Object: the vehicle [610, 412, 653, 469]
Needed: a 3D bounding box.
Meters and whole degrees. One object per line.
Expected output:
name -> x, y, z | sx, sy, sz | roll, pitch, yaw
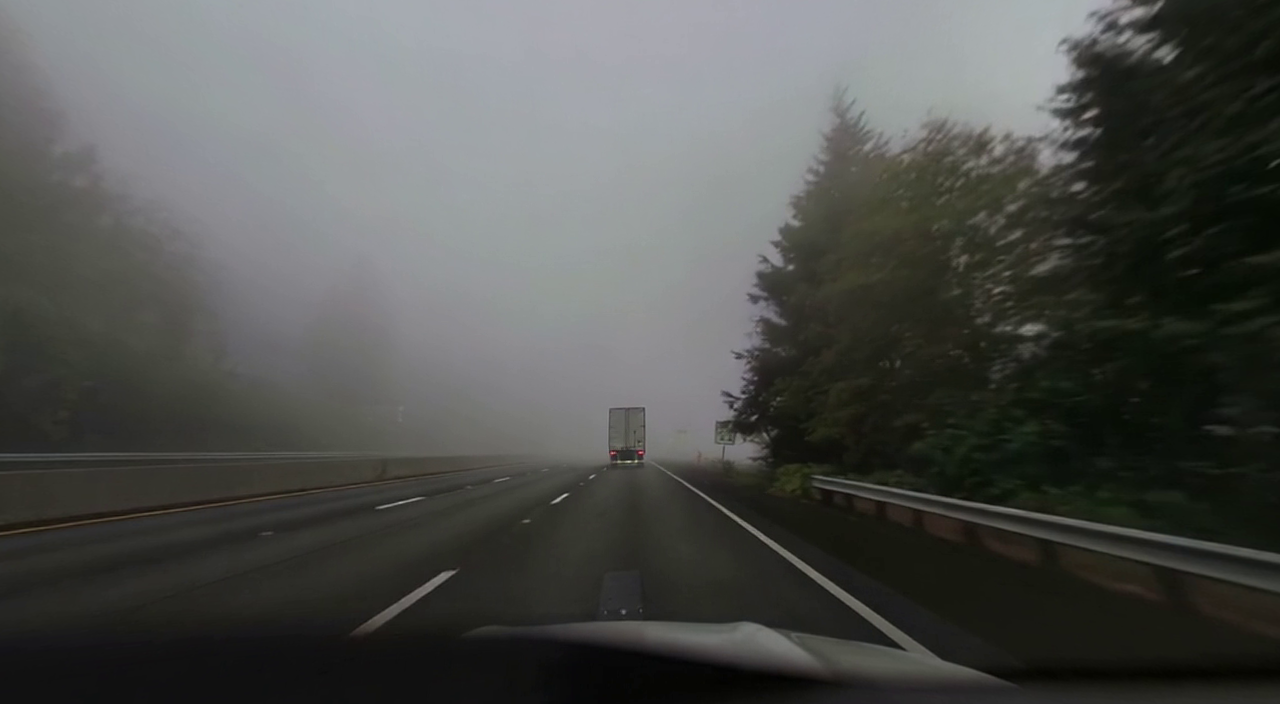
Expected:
vehicle -> -0.642, 6.962, 49.122 | 2.982, 3.947, 11.075 | 0, -9, -1
